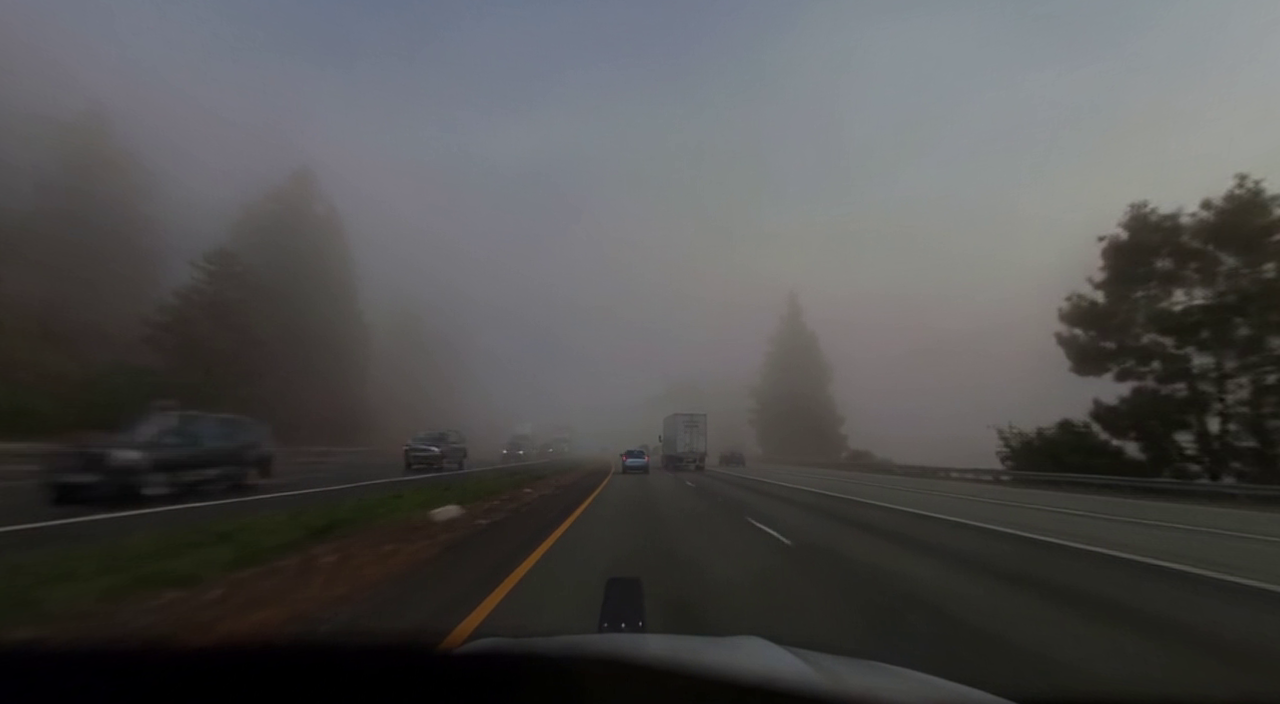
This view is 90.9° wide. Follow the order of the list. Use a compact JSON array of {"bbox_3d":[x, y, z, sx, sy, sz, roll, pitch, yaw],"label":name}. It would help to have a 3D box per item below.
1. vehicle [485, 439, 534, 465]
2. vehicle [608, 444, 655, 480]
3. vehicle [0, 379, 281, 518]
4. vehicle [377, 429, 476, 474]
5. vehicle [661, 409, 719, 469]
[{"bbox_3d":[-7.660,5.976,37.511,2.013,1.439,4.317,0,-9,0],"label":"vehicle"},{"bbox_3d":[-0.447,5.277,30.347,2.111,1.599,3.859,0,-9,-1],"label":"vehicle"},{"bbox_3d":[-7.199,1.345,8.809,1.928,1.473,4.170,0,-9,-1],"label":"vehicle"},{"bbox_3d":[-7.610,3.611,22.937,2.183,1.457,3.987,0,-9,0],"label":"vehicle"},{"bbox_3d":[3.570,6.785,48.464,2.931,4.009,12.800,0,-9,-2],"label":"vehicle"}]
